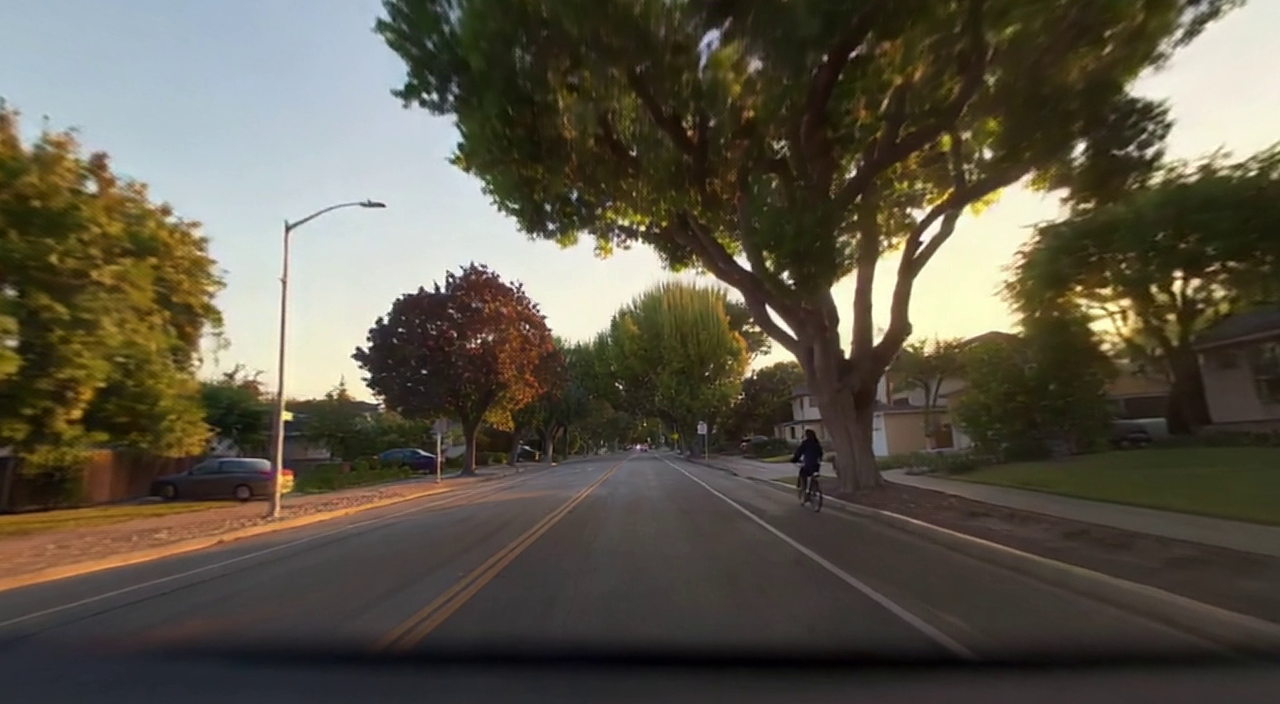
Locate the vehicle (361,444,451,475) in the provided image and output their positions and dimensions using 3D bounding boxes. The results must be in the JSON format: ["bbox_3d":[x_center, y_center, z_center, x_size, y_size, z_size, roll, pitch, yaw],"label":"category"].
[{"bbox_3d":[-13.923,6.398,37.745,4.587,1.722,1.906,0,-9,-1],"label":"vehicle"}]

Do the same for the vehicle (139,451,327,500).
[{"bbox_3d":[-13.037,3.957,20.479,4.717,1.465,1.887,0,-9,-3],"label":"vehicle"}]
